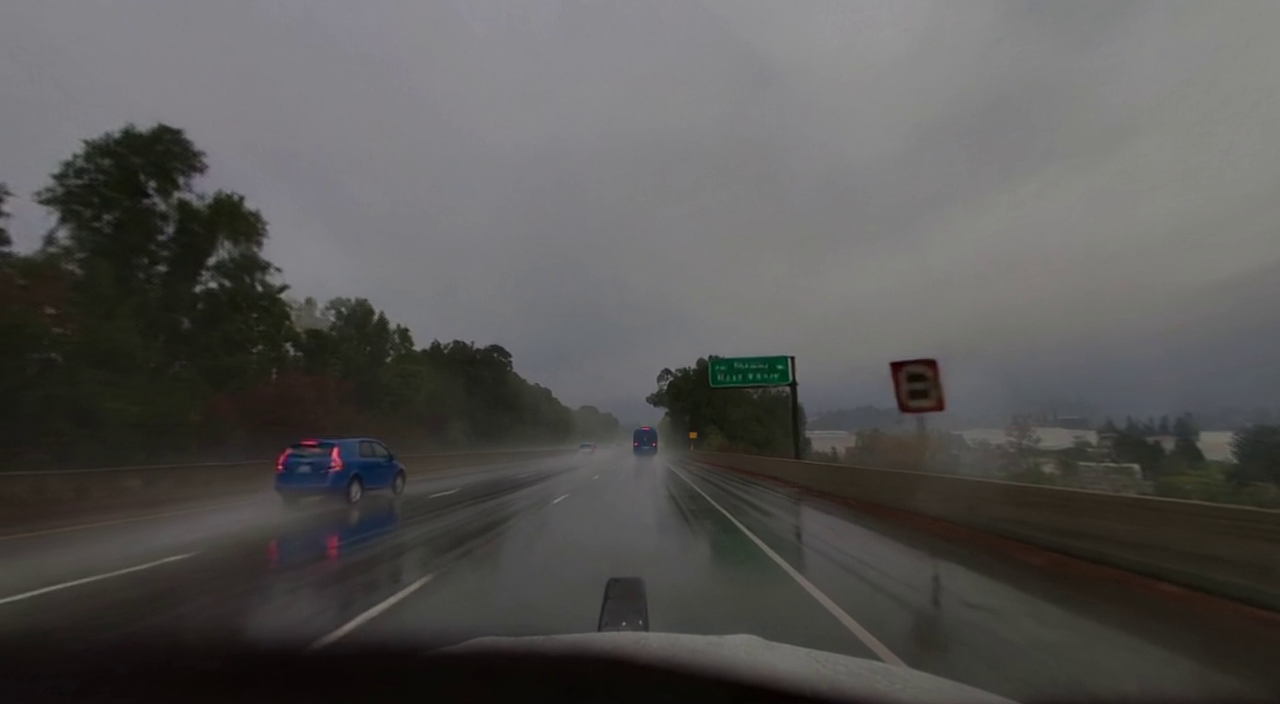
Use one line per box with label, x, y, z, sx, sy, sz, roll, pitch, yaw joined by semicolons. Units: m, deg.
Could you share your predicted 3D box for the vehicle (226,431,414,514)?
vehicle;-7.429;2.826;15.344;2.080;1.674;4.660;0;-8;1
